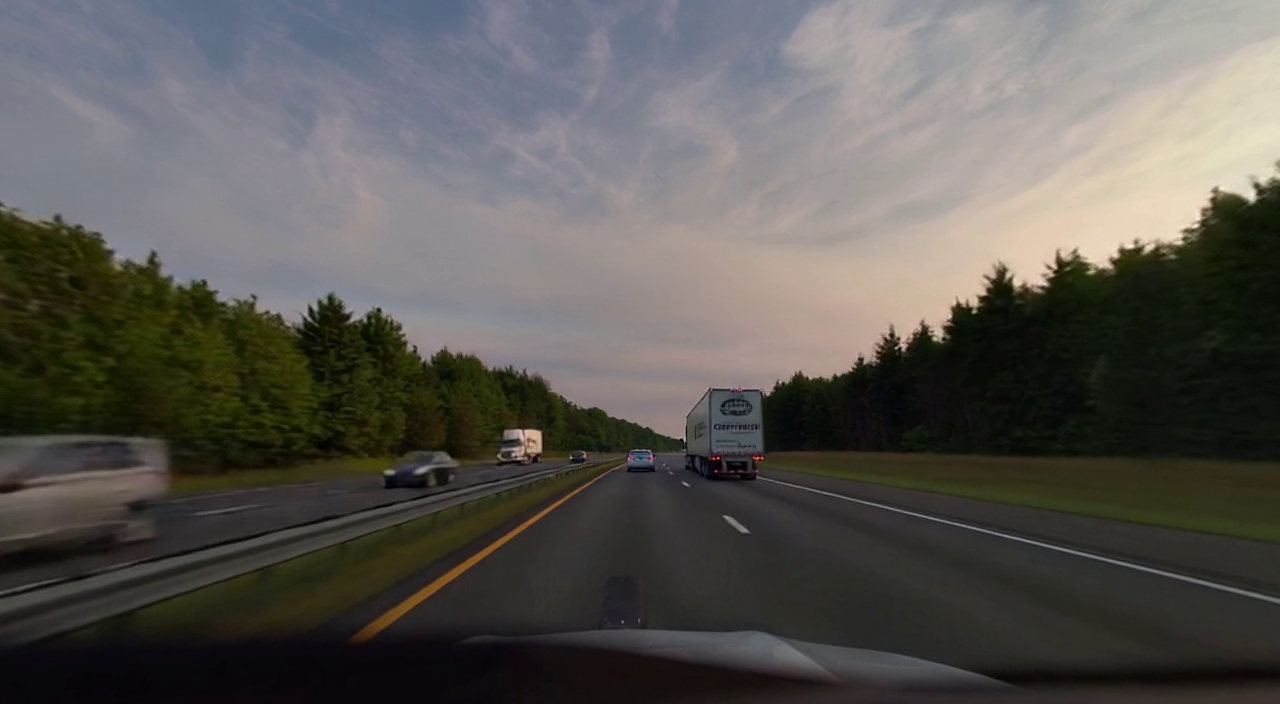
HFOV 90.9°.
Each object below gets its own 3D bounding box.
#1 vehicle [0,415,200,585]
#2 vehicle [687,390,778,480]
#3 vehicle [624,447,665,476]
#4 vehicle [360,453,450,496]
[{"bbox_3d":[-8.488,1.765,7.638,2.252,1.923,5.541,0,-9,0],"label":"vehicle"},{"bbox_3d":[4.697,4.869,35.681,2.909,4.074,14.457,0,-9,0],"label":"vehicle"},{"bbox_3d":[0.235,5.854,33.928,2.074,1.475,3.960,0,-9,0],"label":"vehicle"},{"bbox_3d":[-8.838,4.622,24.091,1.932,1.454,3.853,0,-9,0],"label":"vehicle"}]
